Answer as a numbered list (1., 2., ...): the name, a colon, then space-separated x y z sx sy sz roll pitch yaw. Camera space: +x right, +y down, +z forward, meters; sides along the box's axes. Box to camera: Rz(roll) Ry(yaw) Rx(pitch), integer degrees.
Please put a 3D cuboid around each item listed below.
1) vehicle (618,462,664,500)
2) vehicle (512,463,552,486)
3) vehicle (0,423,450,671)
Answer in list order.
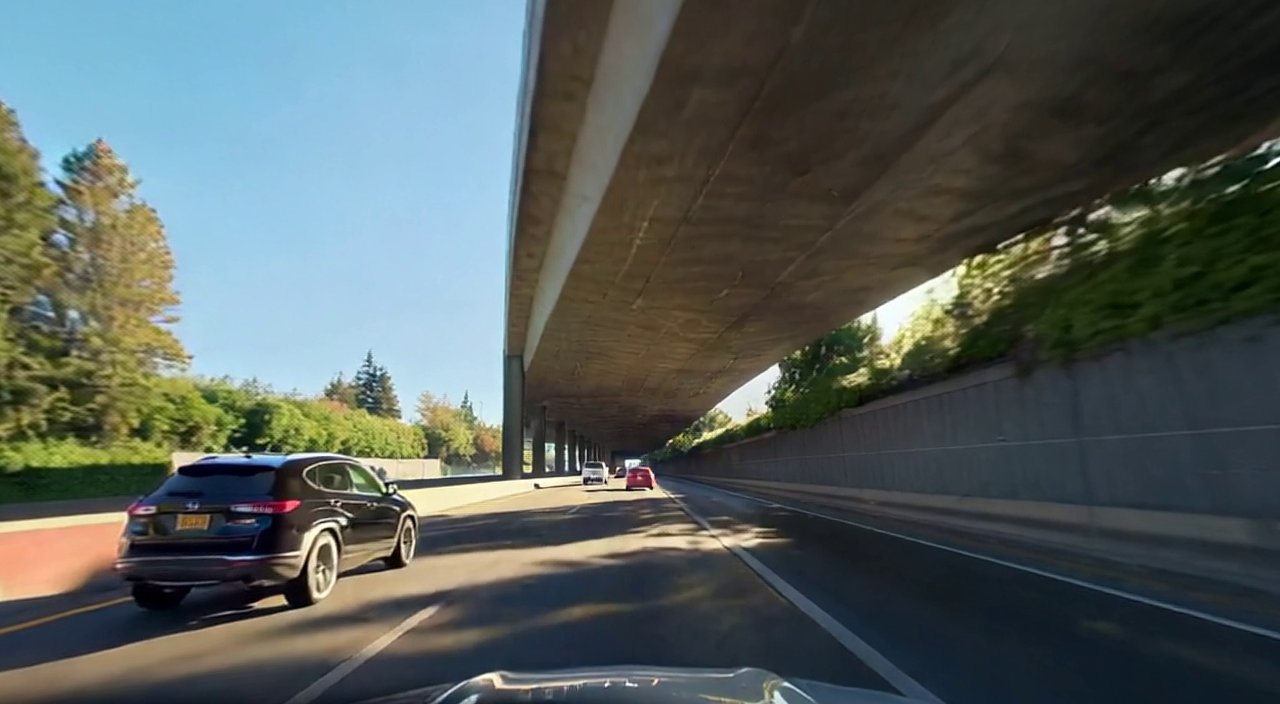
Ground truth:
1. vehicle: 0.038 6.011 29.567 1.992 1.601 3.762 1 -11 0
2. vehicle: -7.661 8.745 44.958 1.996 1.512 4.712 1 -11 0
3. vehicle: -3.738 1.659 6.386 2.102 1.521 4.687 1 -11 1
